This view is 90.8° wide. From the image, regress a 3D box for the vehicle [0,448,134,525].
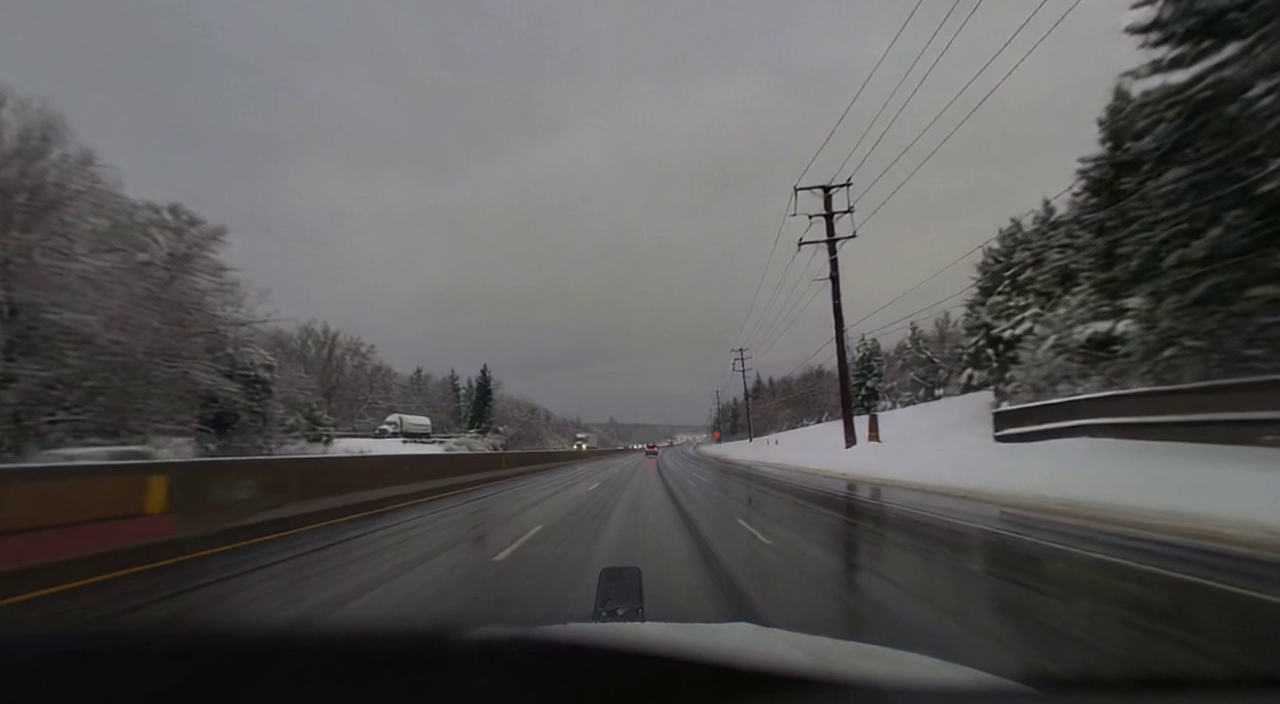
[{"bbox_3d":[-12.213,2.577,12.410,1.658,1.363,3.429,0,-9,0],"label":"vehicle"}]
